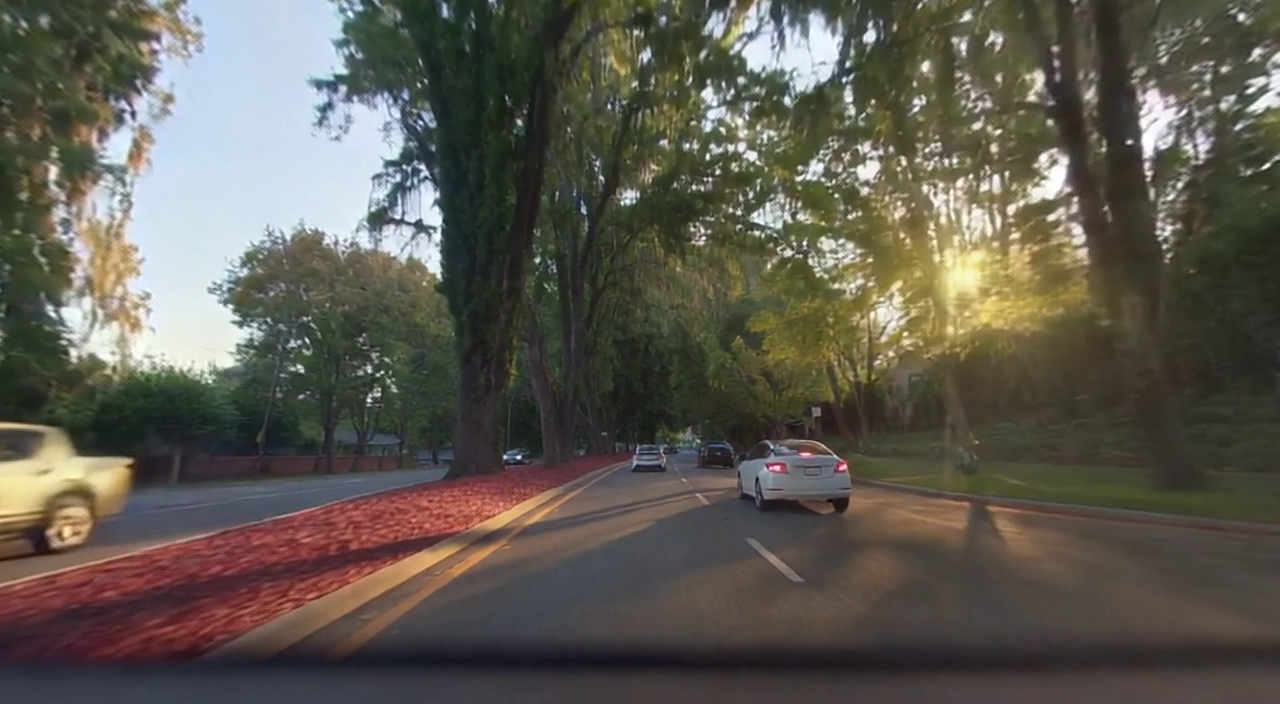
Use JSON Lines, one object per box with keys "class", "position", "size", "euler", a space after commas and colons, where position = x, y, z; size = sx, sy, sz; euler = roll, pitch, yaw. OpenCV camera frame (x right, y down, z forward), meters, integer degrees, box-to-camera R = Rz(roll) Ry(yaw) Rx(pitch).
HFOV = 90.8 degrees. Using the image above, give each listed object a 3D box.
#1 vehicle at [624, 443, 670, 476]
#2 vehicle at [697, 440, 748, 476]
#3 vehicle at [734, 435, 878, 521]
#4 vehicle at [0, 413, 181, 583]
{"class": "vehicle", "position": [0.374, 5.179, 30.560], "size": [2.082, 1.473, 4.028], "euler": [0, -9, 2]}
{"class": "vehicle", "position": [4.102, 5.333, 32.031], "size": [2.074, 1.652, 4.340], "euler": [0, -9, 1]}
{"class": "vehicle", "position": [3.313, 2.602, 13.560], "size": [1.985, 1.529, 4.147], "euler": [0, -9, 0]}
{"class": "vehicle", "position": [-8.239, 1.714, 7.573], "size": [2.066, 1.890, 4.695], "euler": [0, -9, -3]}
